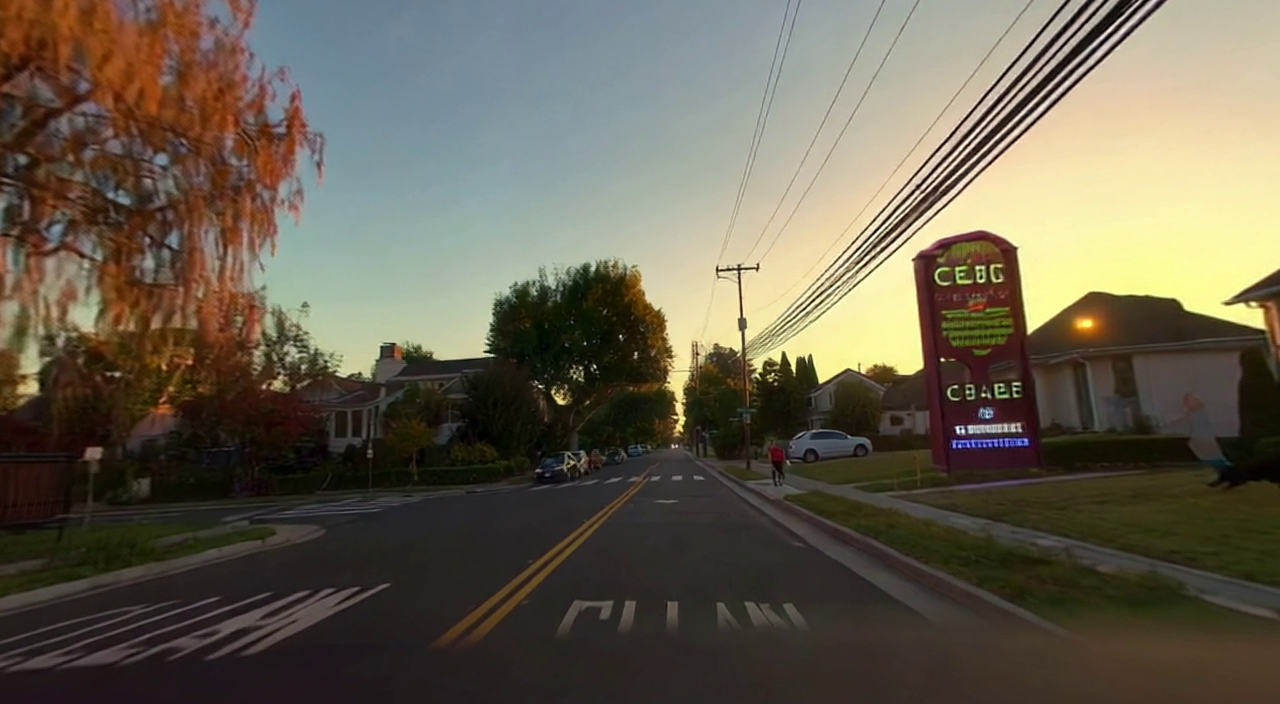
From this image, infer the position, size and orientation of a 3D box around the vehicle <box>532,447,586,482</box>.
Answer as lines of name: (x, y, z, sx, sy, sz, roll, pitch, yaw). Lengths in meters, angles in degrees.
vehicle: (-4.432, 6.289, 35.540, 2.203, 1.787, 4.704, -1, -8, 3)
